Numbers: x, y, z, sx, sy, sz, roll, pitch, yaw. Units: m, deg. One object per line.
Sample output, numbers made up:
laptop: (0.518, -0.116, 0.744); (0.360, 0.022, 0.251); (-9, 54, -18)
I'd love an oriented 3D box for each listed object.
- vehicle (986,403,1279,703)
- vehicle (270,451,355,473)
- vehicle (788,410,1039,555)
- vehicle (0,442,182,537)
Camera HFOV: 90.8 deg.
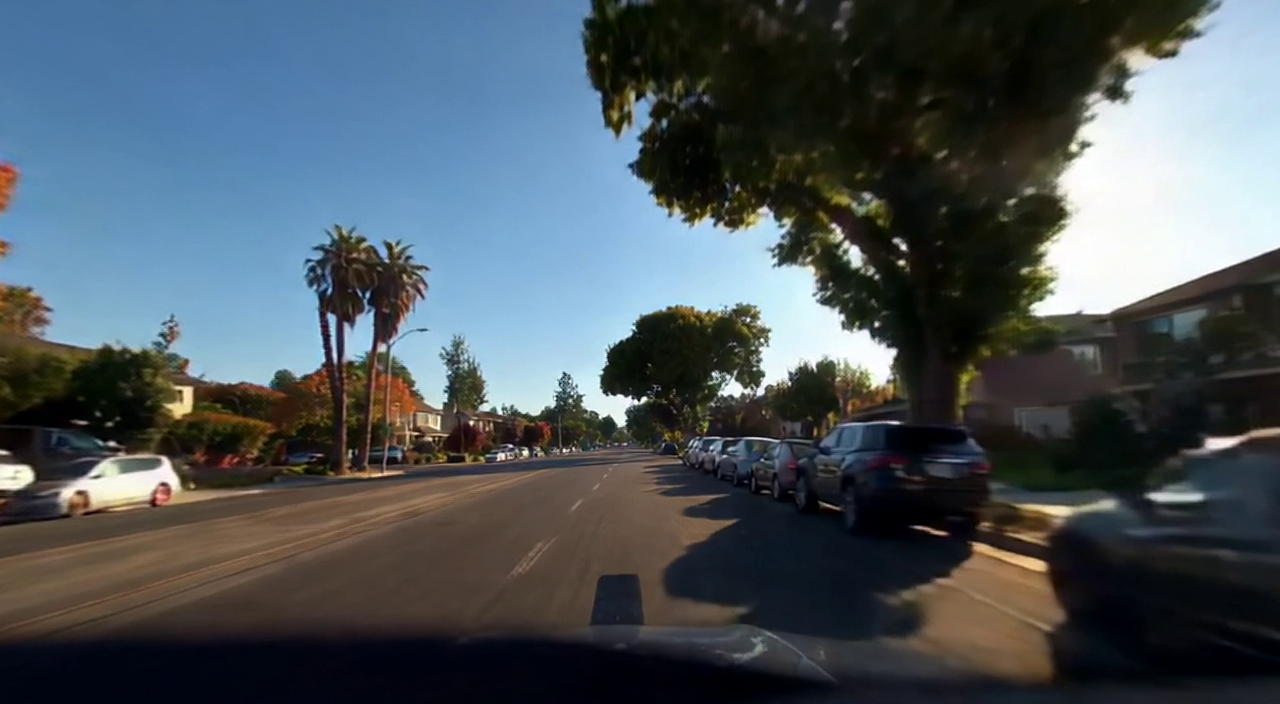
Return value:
vehicle: (3.759, 1.031, 2.925); (1.981, 1.546, 4.372); (0, -9, 3)
vehicle: (-23.722, 7.951, 45.898); (4.946, 1.518, 2.115); (0, -9, 1)
vehicle: (3.838, 1.916, 9.929); (1.917, 1.741, 4.420); (0, -9, 0)
vehicle: (-13.659, 3.116, 15.115); (1.926, 1.790, 4.494); (0, -7, 1)
